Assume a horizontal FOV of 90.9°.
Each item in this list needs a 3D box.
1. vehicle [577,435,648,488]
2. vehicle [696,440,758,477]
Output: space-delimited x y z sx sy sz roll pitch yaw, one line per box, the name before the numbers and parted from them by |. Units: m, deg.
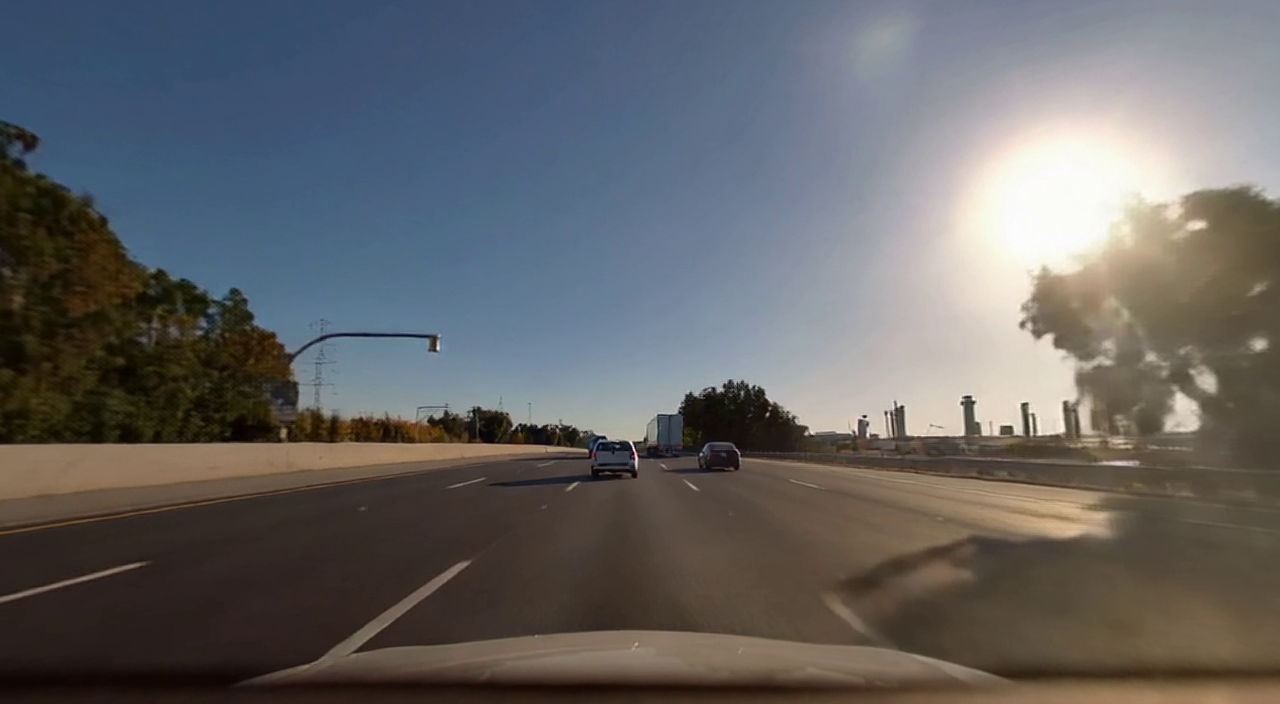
vehicle | -0.778 3.470 20.245 2.020 1.516 3.951 0 -8 1
vehicle | 3.639 4.525 27.090 1.971 1.472 4.301 0 -8 -1
